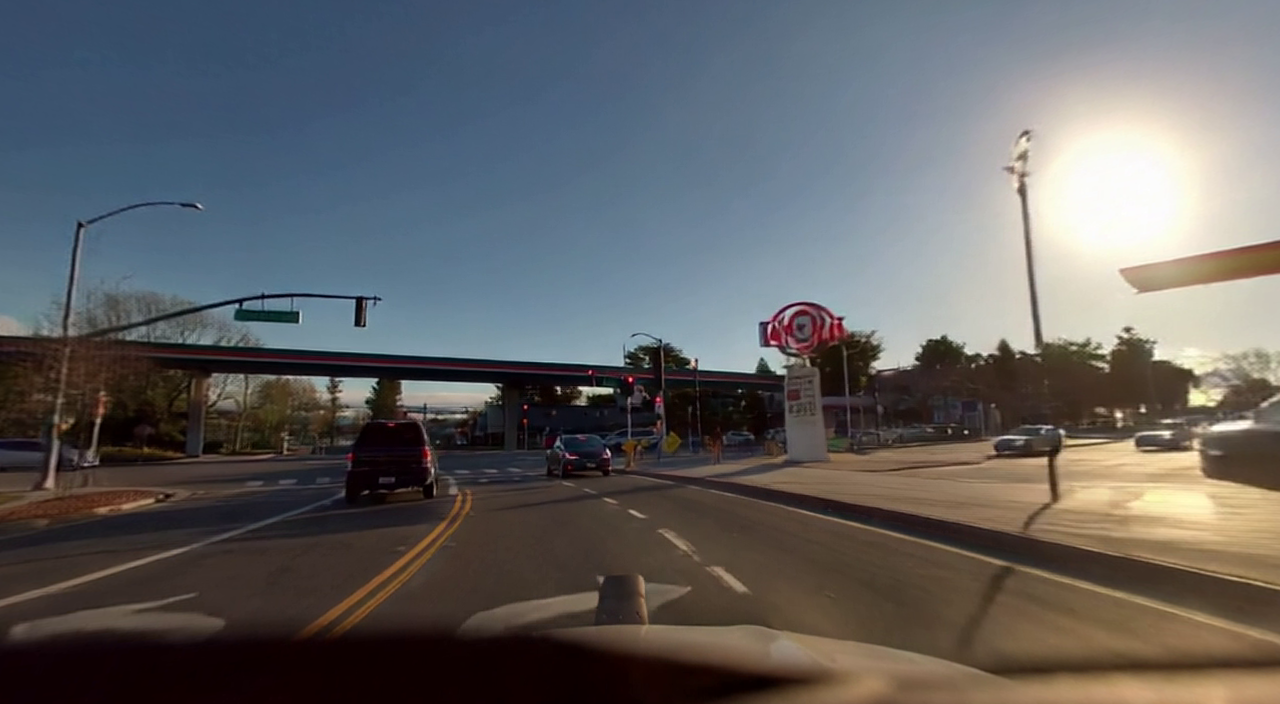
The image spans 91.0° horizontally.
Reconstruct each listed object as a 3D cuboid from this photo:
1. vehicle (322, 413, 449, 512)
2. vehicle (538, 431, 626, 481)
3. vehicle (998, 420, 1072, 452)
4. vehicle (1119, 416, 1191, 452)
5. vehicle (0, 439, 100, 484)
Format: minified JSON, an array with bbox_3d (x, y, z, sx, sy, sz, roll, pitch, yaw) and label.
[{"bbox_3d":[-6.002,2.658,15.510,2.254,2.006,4.766,3,-9,-15],"label":"vehicle"},{"bbox_3d":[-2.527,4.259,26.055,2.202,1.822,4.826,4,-9,-23],"label":"vehicle"},{"bbox_3d":[23.096,4.945,36.734,4.595,1.764,2.160,7,-11,-38],"label":"vehicle"},{"bbox_3d":[27.134,4.375,33.144,4.422,1.752,1.988,7,-11,-39],"label":"vehicle"},{"bbox_3d":[-25.524,4.471,25.783,4.632,1.757,2.073,4,-9,-24],"label":"vehicle"}]
